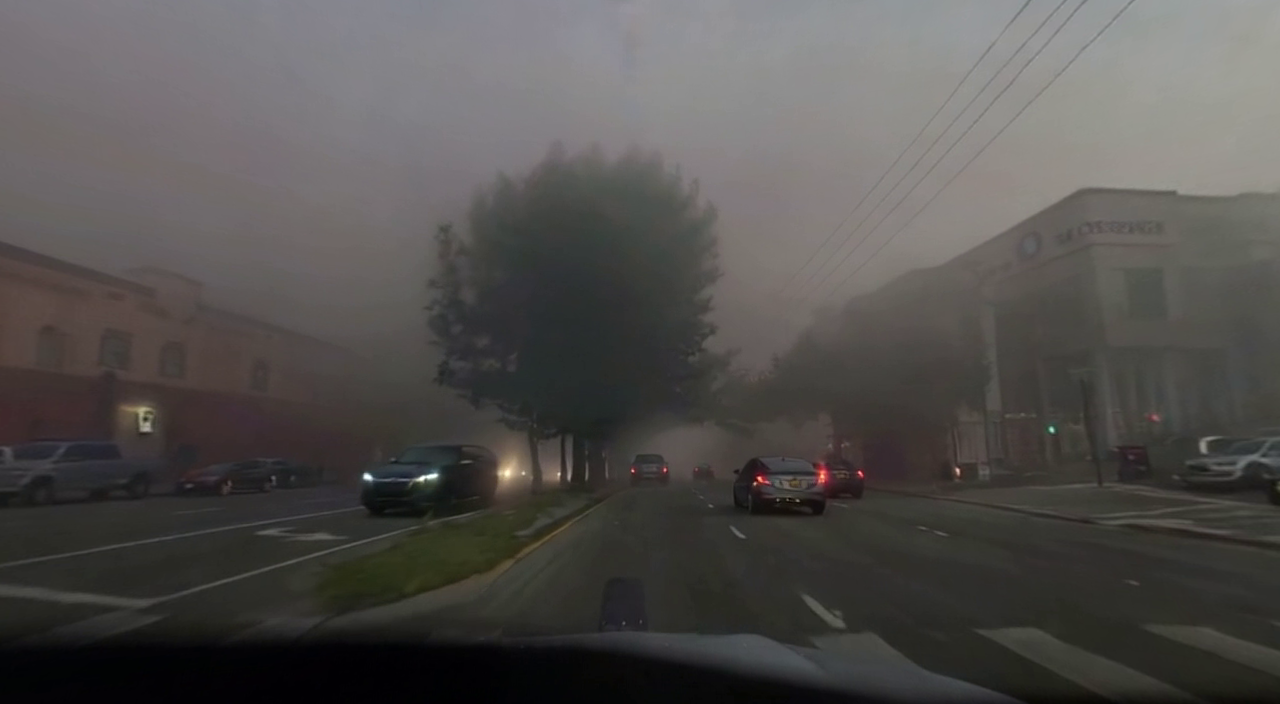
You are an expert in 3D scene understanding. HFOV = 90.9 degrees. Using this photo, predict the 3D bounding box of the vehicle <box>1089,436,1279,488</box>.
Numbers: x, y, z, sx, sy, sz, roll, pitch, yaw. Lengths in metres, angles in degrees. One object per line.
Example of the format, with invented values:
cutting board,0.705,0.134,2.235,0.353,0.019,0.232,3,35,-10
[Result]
vehicle,20.908,4.293,24.526,5.333,1.796,2.333,-8,-12,36

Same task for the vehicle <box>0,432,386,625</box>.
vehicle,-5.083,1.835,7.826,2.041,1.494,4.647,-2,-6,-1

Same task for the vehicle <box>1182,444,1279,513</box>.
vehicle,16.480,3.266,16.747,4.595,1.523,2.293,6,-10,-39

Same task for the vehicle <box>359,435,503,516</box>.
vehicle,-5.103,3.058,16.146,2.180,1.646,4.467,-3,-9,0

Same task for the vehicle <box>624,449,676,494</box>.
vehicle,0.508,5.486,29.328,2.210,1.861,4.280,0,-8,2

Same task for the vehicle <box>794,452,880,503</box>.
vehicle,7.592,4.841,24.835,2.040,1.738,4.414,0,-8,1

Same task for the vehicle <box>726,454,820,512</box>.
vehicle,3.929,3.923,19.444,1.963,1.484,4.609,0,-8,1

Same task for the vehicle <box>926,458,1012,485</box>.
vehicle,22.635,8.230,43.528,4.718,1.628,2.008,-3,-9,5

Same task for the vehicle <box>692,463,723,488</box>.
vehicle,5.316,9.768,49.993,2.036,1.719,4.318,0,-8,1

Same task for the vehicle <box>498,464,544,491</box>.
vehicle,-7.899,8.368,42.310,1.906,1.519,4.797,0,-8,2

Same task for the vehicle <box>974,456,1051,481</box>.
vehicle,29.075,9.114,49.354,4.538,1.836,2.180,0,-9,2
